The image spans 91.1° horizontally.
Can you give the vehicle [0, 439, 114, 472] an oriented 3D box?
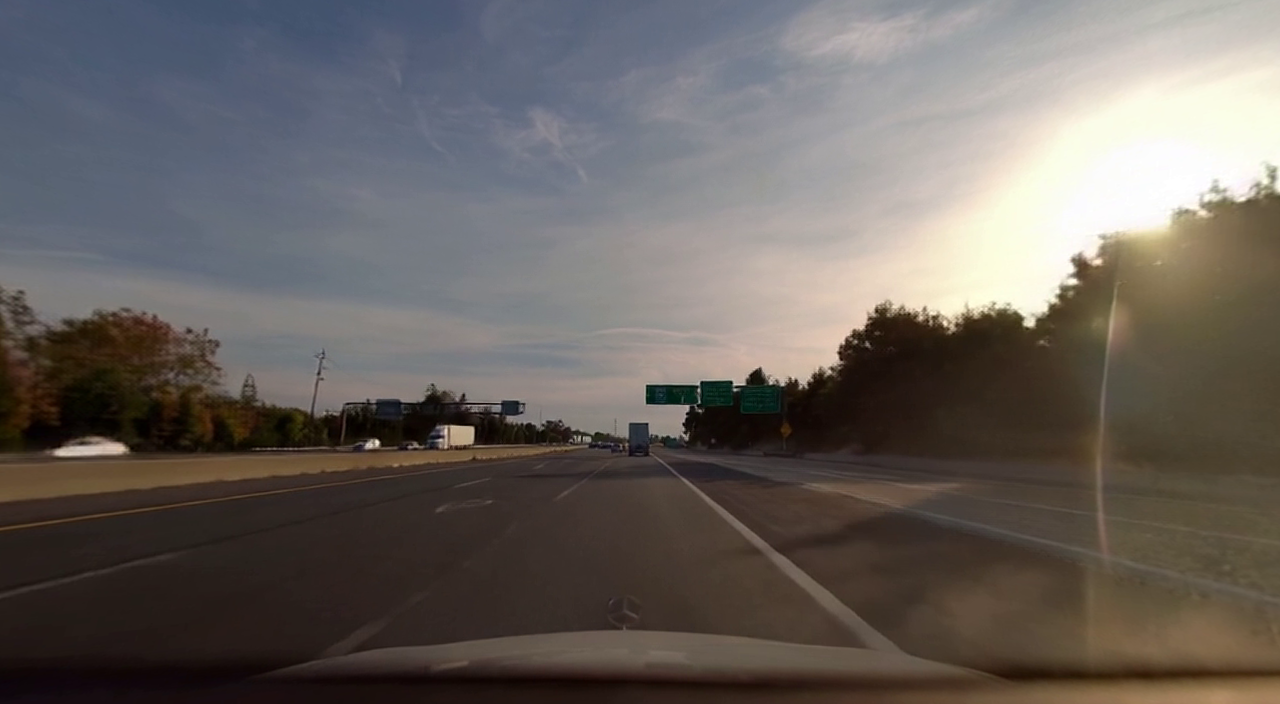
[{"bbox_3d":[-28.059,4.899,29.986,1.839,1.446,4.548,0,-8,1],"label":"vehicle"}]
